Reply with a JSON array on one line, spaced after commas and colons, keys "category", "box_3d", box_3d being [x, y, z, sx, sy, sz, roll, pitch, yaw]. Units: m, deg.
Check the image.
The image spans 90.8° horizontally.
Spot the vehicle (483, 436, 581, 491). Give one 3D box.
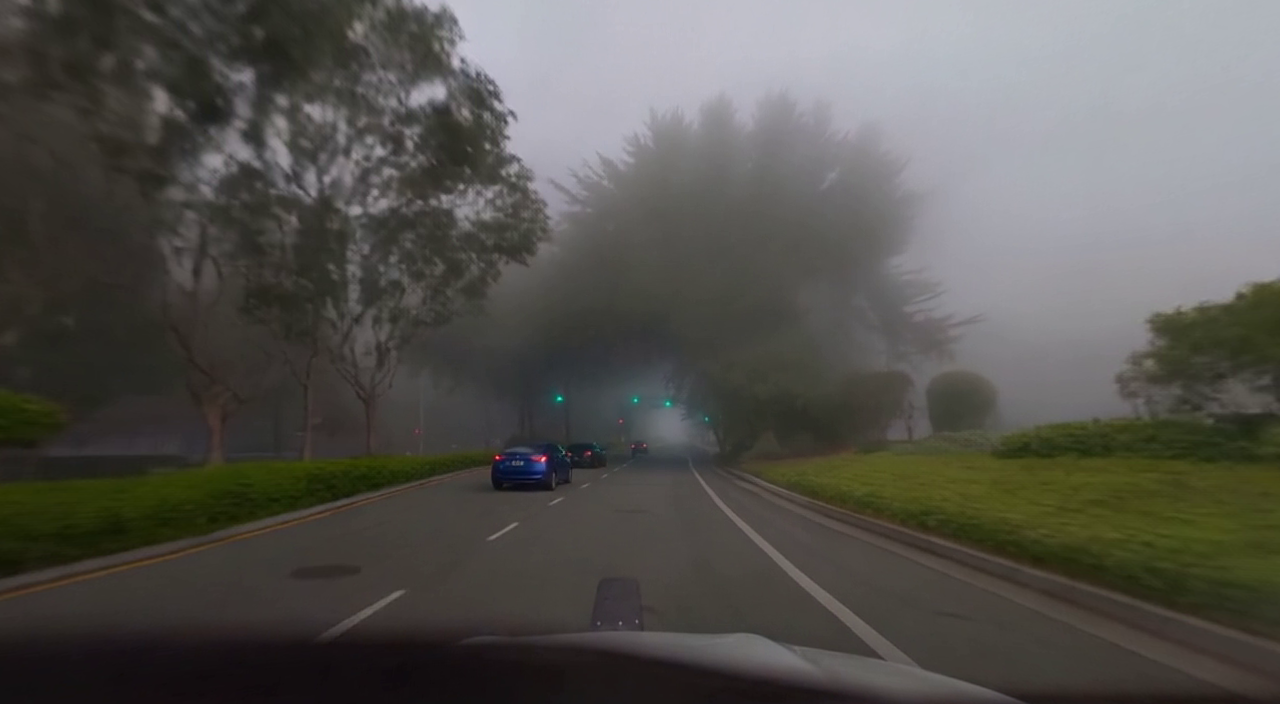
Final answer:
[{"category": "vehicle", "box_3d": [-3.205, 3.437, 19.779, 2.038, 1.486, 4.678, -1, -9, 3]}]
